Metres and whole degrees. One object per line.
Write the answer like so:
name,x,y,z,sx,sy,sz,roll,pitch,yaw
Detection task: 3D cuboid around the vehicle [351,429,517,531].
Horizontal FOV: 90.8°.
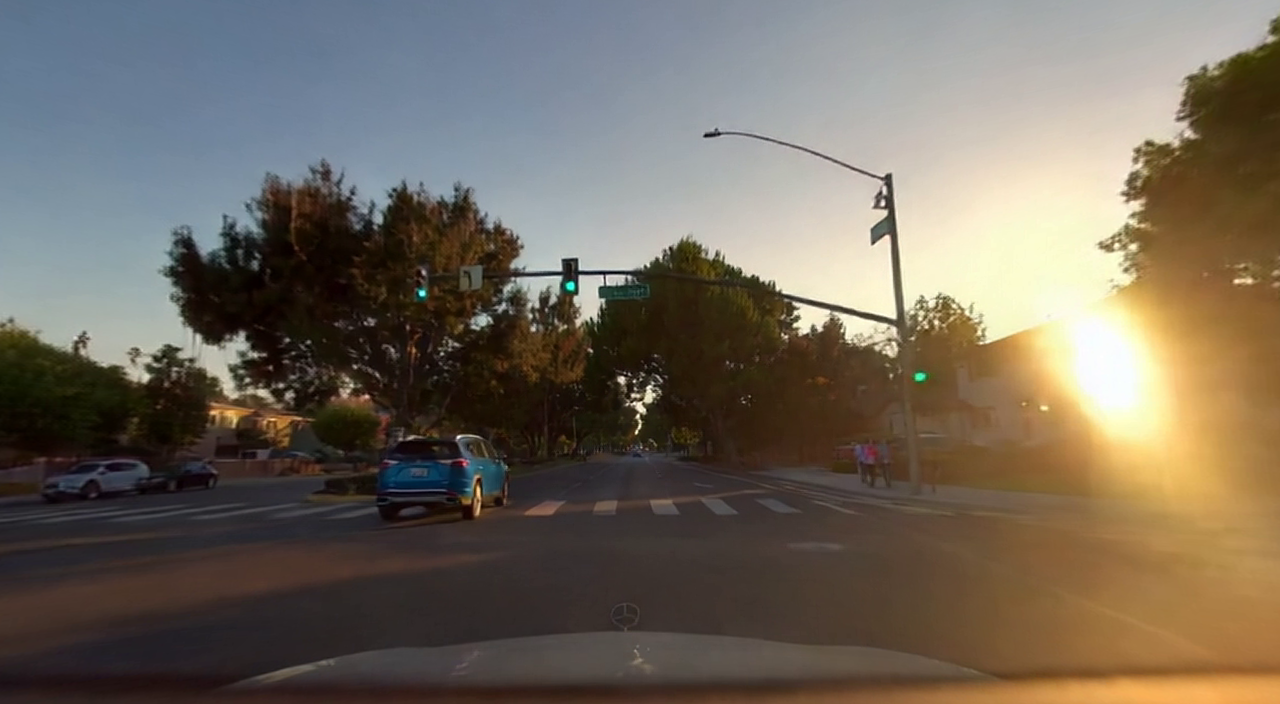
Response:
vehicle,-3.993,2.531,13.153,1.993,1.733,4.262,0,-8,0

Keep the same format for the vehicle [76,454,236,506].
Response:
vehicle,-16.606,4.386,22.071,1.941,1.495,4.713,0,-8,-1
